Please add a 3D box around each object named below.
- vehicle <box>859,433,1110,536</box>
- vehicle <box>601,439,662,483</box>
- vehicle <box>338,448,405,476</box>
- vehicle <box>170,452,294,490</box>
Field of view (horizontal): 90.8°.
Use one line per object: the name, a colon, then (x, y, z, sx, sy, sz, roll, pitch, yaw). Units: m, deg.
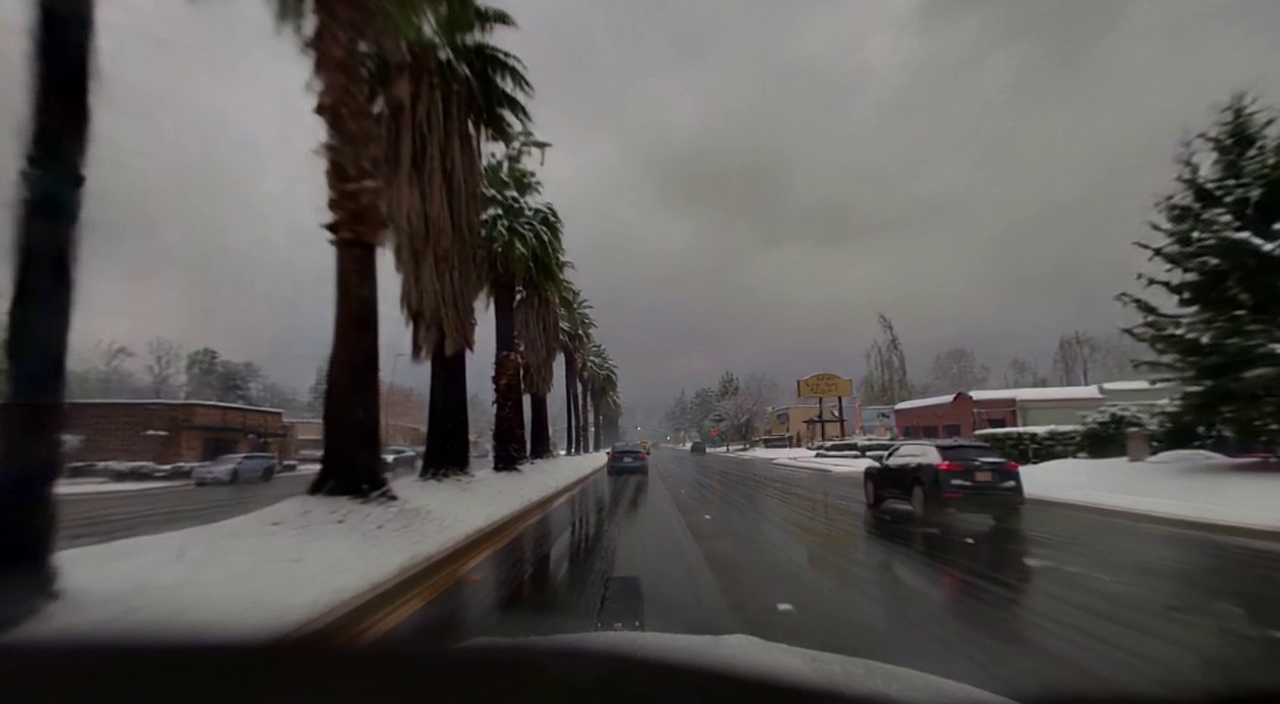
vehicle: (6.302, 2.461, 12.407, 2.244, 1.618, 4.585, 0, -9, -1)
vehicle: (-0.315, 4.114, 24.058, 2.106, 1.496, 3.964, 0, -9, -1)
vehicle: (-15.101, 6.181, 35.788, 2.015, 1.509, 4.295, 0, -9, -2)
vehicle: (-18.399, 5.332, 28.767, 1.968, 1.524, 4.390, -3, -9, 18)
